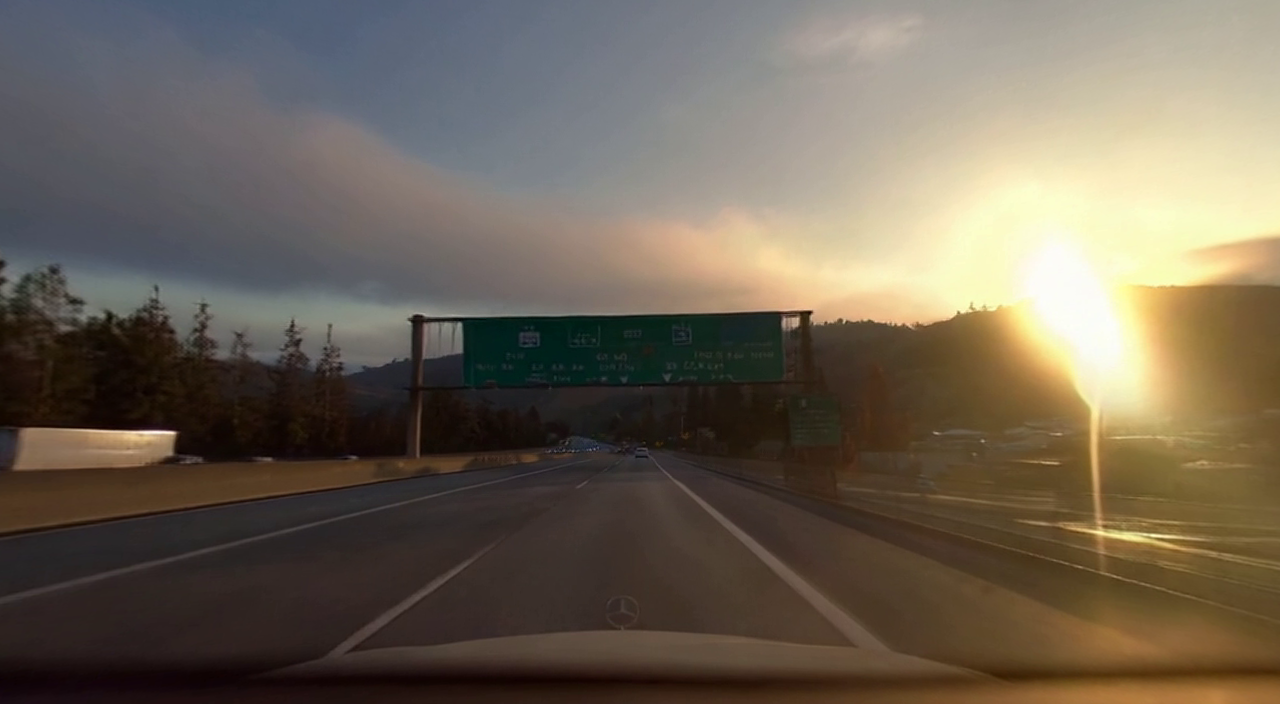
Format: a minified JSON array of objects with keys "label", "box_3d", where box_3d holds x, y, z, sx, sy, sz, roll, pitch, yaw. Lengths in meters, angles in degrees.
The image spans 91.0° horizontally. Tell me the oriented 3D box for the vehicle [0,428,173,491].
[{"label":"vehicle","box_3d":[-43.663,8.290,49.298,2.915,4.143,15.068,0,-9,-1]}]
